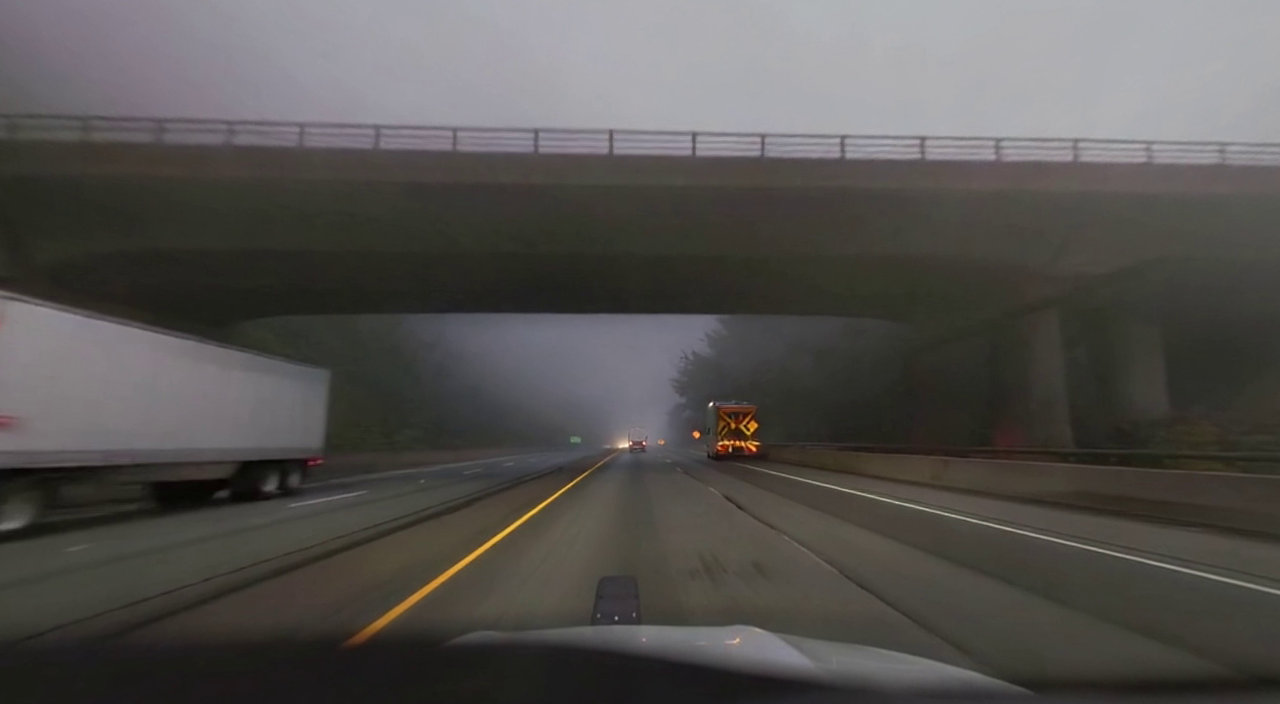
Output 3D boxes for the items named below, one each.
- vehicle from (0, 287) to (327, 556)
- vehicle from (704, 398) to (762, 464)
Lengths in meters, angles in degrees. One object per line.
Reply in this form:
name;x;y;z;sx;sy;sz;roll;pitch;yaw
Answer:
vehicle;-10.898;1.481;12.446;2.872;3.937;12.888;0;-8;0
vehicle;5.788;5.123;40.351;2.867;3.751;7.735;-1;-8;3
